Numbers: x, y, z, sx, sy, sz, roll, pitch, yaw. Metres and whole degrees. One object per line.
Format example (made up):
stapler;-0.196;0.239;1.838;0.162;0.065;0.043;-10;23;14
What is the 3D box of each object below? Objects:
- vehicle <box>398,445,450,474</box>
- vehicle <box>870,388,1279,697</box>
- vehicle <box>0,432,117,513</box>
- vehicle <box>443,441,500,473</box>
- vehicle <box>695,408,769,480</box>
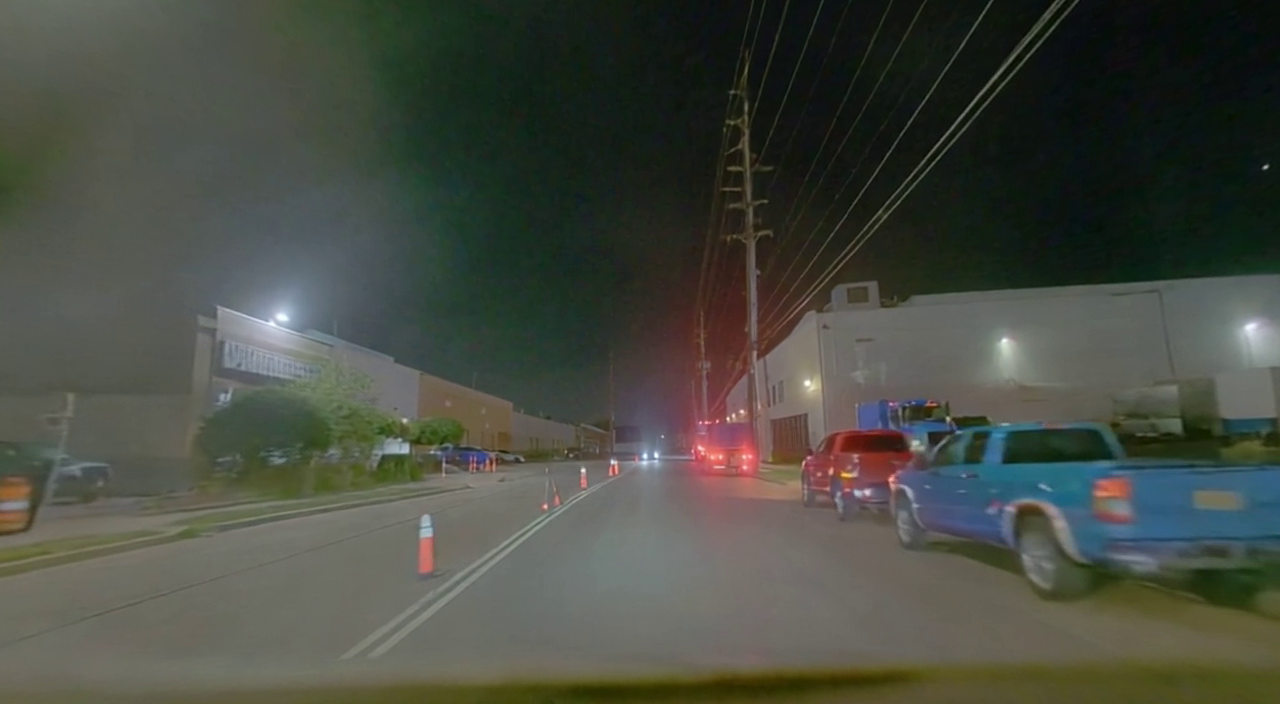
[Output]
vehicle;-14.321;7.106;42.147;1.971;1.789;4.360;0;-8;-1
vehicle;4.164;1.416;6.047;2.115;1.702;4.978;0;-8;1
vehicle;-14.937;2.768;14.449;2.085;1.748;4.558;-3;-8;-1
vehicle;-11.320;7.064;42.906;2.287;1.975;5.511;0;-8;1
vehicle;4.586;4.793;32.987;2.871;3.301;7.433;0;-8;1
